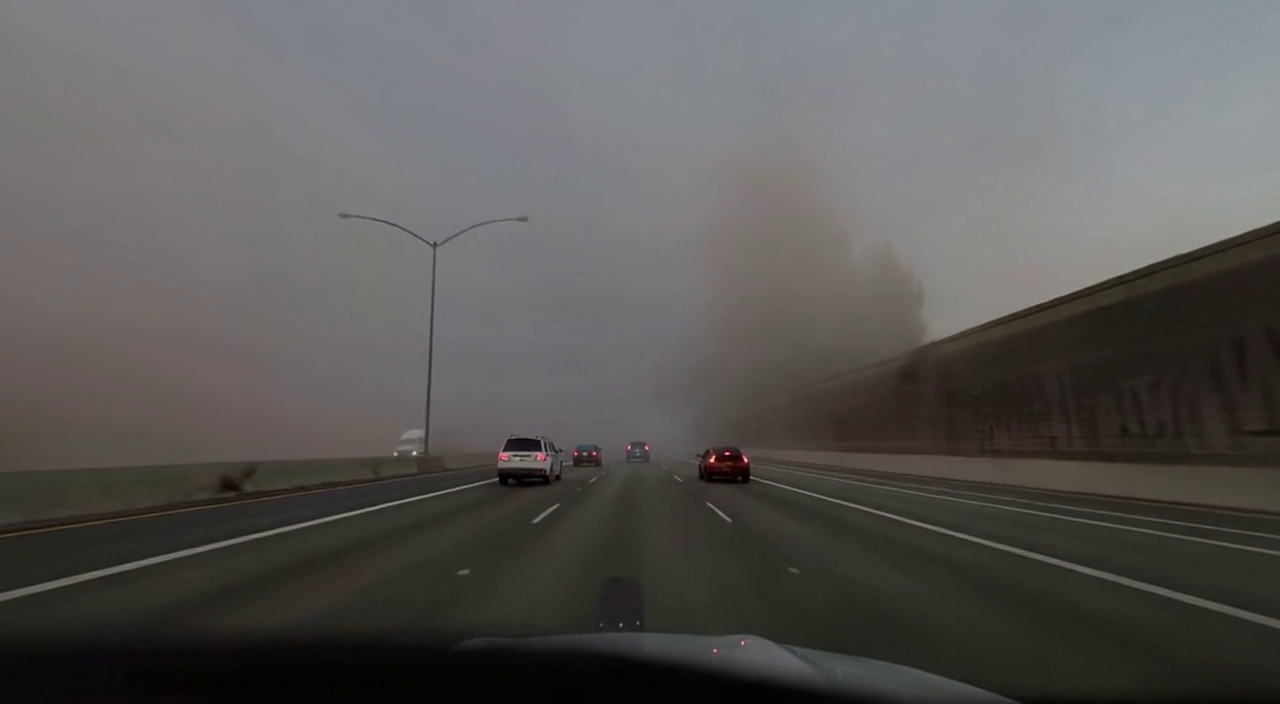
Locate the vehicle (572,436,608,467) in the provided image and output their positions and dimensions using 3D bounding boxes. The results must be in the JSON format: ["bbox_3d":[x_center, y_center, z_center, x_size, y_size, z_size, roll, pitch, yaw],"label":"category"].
[{"bbox_3d":[-3.777,7.596,48.170,2.378,2.214,4.352,0,-9,0],"label":"vehicle"}]

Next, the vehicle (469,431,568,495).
[{"bbox_3d":[-3.821,3.628,20.959,2.184,1.819,5.441,0,-9,0],"label":"vehicle"}]

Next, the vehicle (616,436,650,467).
[{"bbox_3d":[-0.477,7.572,48.235,2.485,2.215,5.199,0,-9,0],"label":"vehicle"}]

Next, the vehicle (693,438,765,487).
[{"bbox_3d":[3.485,4.441,25.629,2.224,1.752,4.487,0,-9,-1],"label":"vehicle"}]

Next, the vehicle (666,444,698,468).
[{"bbox_3d":[3.261,8.177,49.668,2.162,1.766,4.740,0,-9,-1],"label":"vehicle"}]
